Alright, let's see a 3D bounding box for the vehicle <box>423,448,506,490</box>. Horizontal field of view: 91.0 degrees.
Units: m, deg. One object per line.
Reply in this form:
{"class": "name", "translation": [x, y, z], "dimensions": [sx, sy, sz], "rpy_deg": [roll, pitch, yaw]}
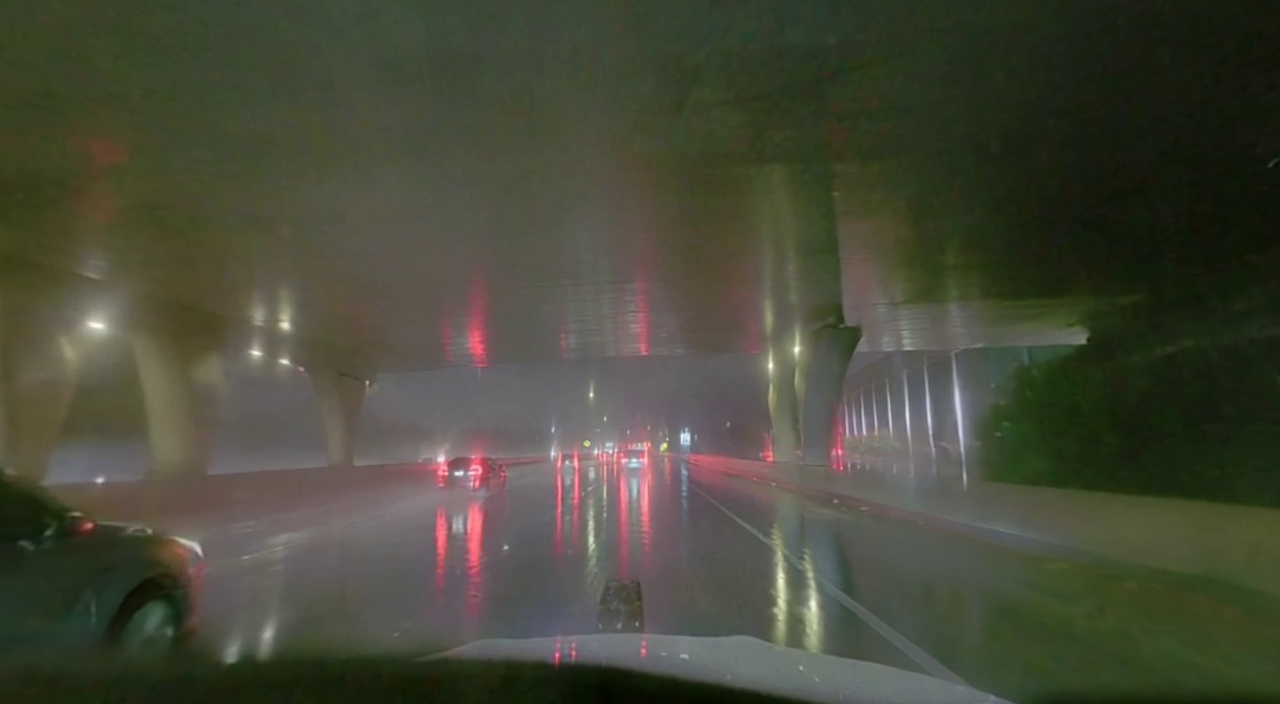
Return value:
{"class": "vehicle", "translation": [-7.242, 4.852, 26.528], "dimensions": [1.998, 1.542, 4.953], "rpy_deg": [0, -9, 1]}

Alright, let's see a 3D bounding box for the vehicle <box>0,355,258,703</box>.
{"class": "vehicle", "translation": [-3.728, 0.804, 2.091], "dimensions": [2.059, 1.725, 4.521], "rpy_deg": [0, -9, 0]}
